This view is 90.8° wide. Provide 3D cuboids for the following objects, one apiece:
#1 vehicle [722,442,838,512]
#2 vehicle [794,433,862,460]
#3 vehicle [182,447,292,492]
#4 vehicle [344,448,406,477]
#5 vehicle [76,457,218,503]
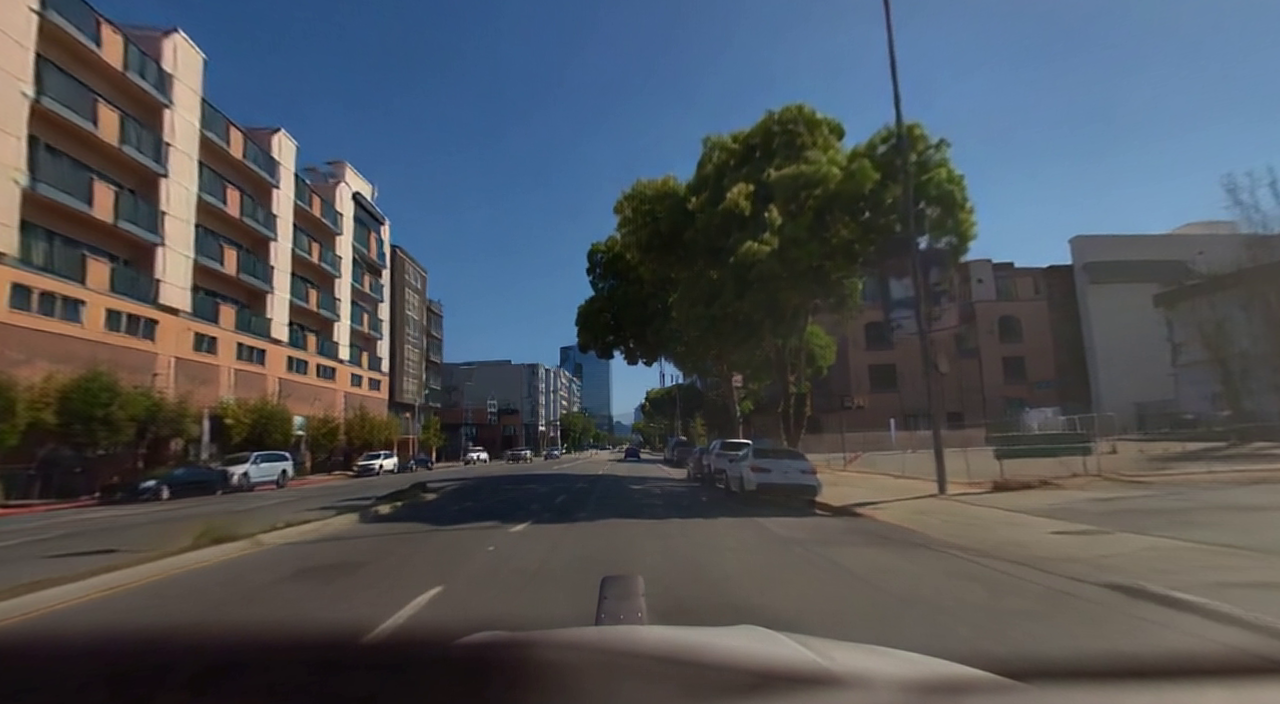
[{"bbox_3d":[3.325,3.044,15.951,1.924,1.492,4.587,0,-8,1],"label":"vehicle"},{"bbox_3d":[14.696,7.364,49.198,5.687,1.947,2.256,7,-11,-40],"label":"vehicle"},{"bbox_3d":[-18.113,5.252,28.719,2.007,1.806,4.707,0,-8,-2],"label":"vehicle"},{"bbox_3d":[-18.401,7.645,44.173,2.151,1.885,4.979,0,-8,-1],"label":"vehicle"},{"bbox_3d":[-18.304,4.747,23.795,1.791,1.461,4.496,0,-8,-1],"label":"vehicle"}]
